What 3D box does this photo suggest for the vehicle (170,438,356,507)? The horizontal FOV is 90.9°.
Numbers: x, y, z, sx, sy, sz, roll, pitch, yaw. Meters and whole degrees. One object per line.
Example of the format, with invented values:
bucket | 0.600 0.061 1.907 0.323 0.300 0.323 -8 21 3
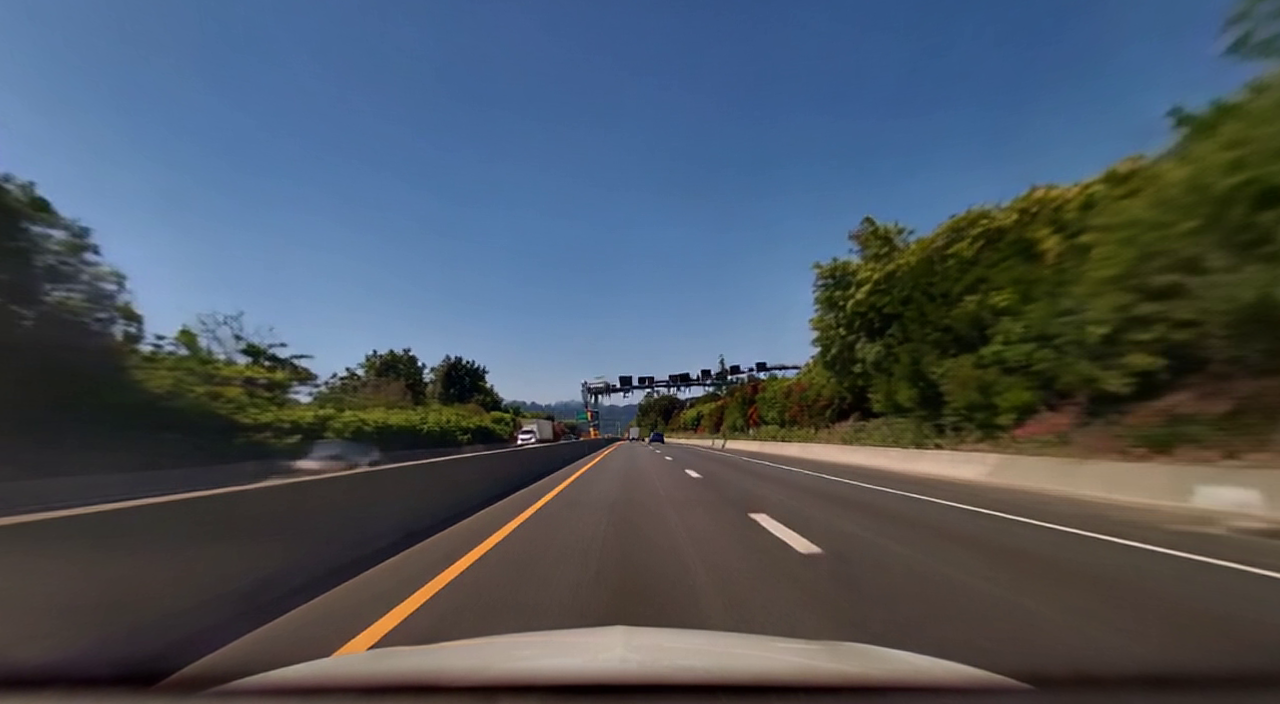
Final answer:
vehicle | -9.164 2.920 15.899 1.979 1.456 4.550 0 -8 -2
